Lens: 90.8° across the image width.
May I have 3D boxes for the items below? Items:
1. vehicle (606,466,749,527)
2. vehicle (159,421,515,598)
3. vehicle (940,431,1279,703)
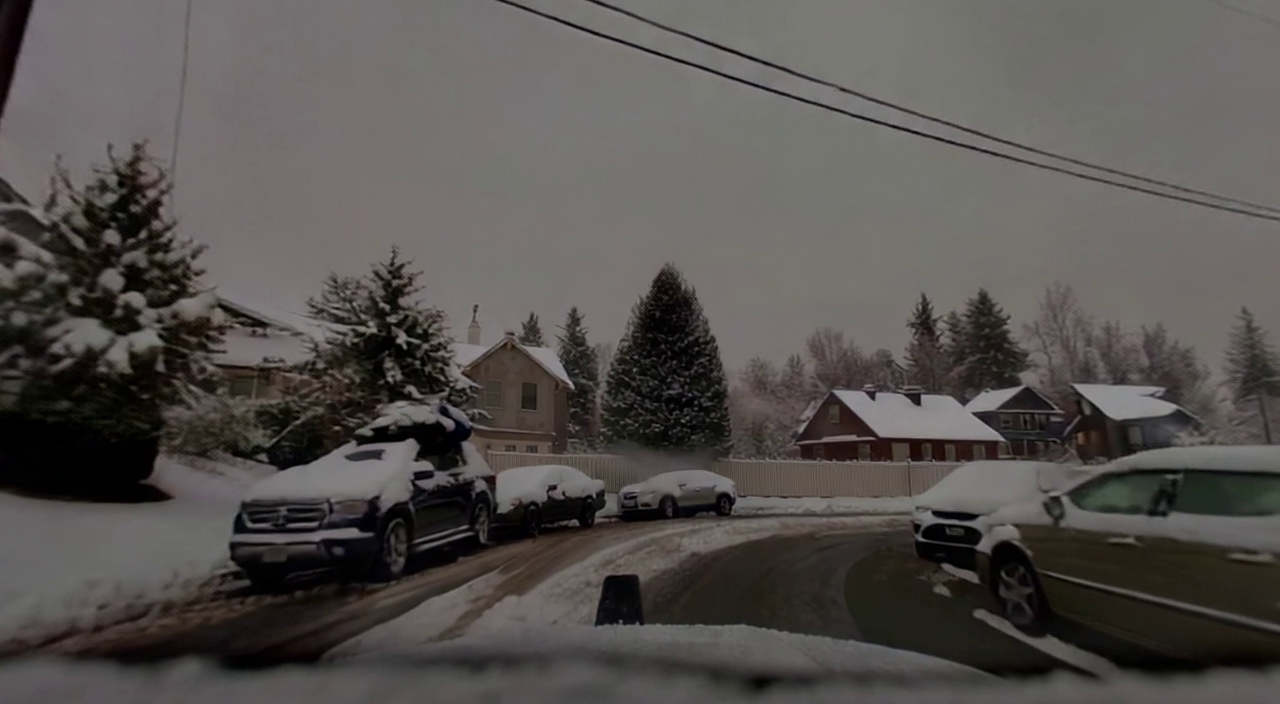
[{"bbox_3d":[1.235,4.493,20.084,4.217,1.547,2.082,6,-11,-38],"label":"vehicle"},{"bbox_3d":[-3.651,2.183,9.079,2.247,1.702,5.043,-4,-13,5],"label":"vehicle"},{"bbox_3d":[3.767,1.194,3.464,1.910,1.477,4.569,0,-8,-1],"label":"vehicle"}]
